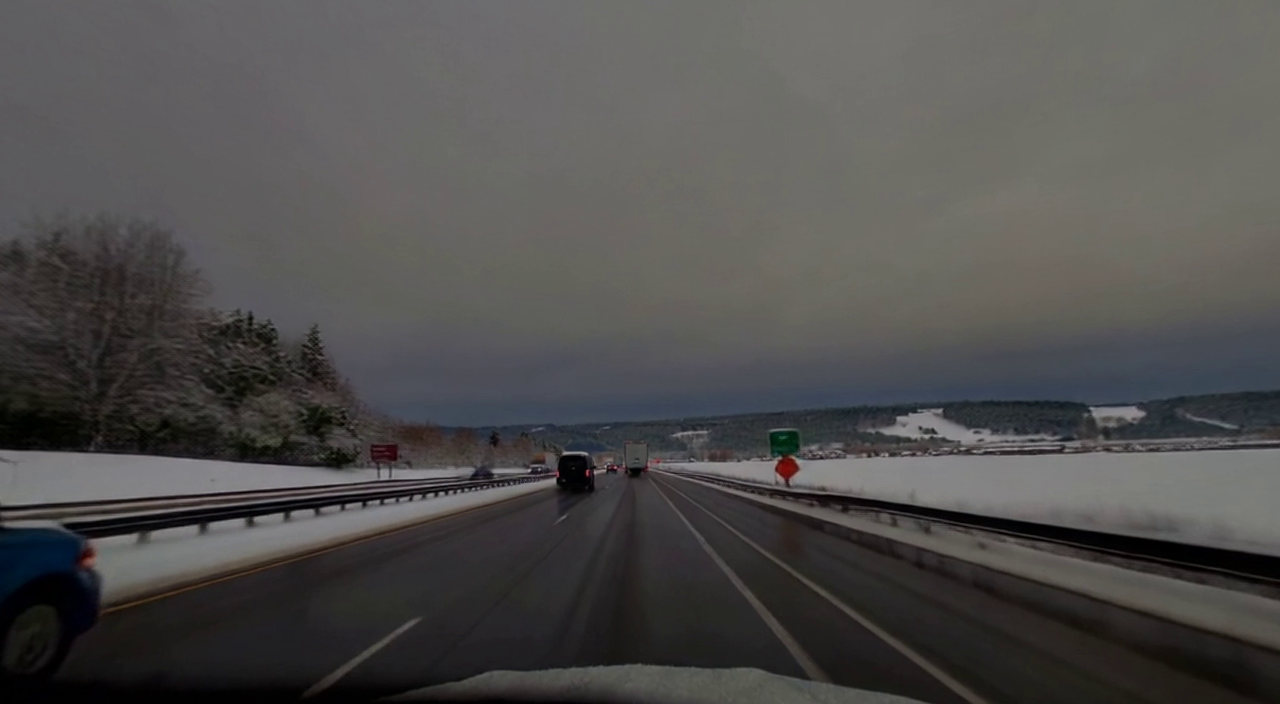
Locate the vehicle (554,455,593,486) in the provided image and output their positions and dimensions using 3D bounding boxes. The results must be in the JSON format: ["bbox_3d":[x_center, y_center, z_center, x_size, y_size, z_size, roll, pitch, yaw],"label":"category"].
[{"bbox_3d":[-4.454,8.069,42.914,2.208,1.973,4.716,1,-10,0],"label":"vehicle"}]
